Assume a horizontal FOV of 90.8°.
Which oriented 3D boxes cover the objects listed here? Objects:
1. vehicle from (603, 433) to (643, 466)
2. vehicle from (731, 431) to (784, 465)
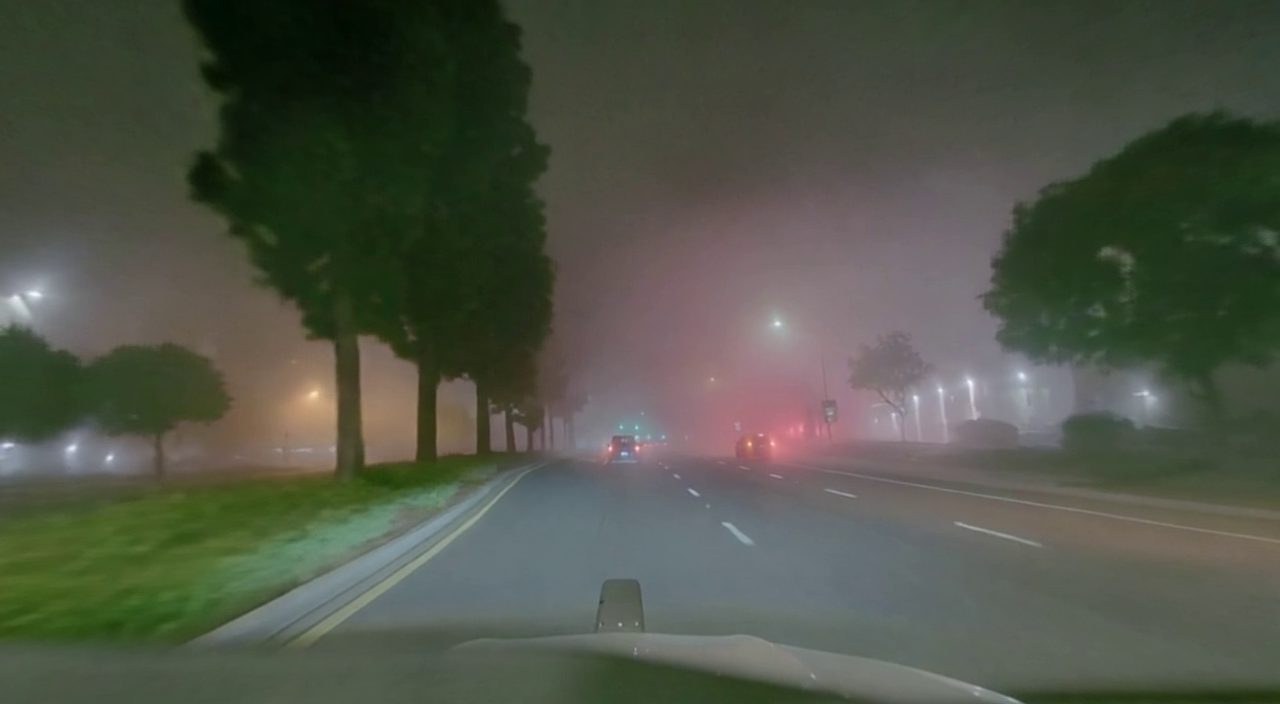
[{"bbox_3d":[-0.990,5.675,36.976,2.193,1.794,4.457,0,-8,-1],"label":"vehicle"},{"bbox_3d":[6.542,5.402,35.682,2.026,1.804,4.565,0,-8,-1],"label":"vehicle"}]
